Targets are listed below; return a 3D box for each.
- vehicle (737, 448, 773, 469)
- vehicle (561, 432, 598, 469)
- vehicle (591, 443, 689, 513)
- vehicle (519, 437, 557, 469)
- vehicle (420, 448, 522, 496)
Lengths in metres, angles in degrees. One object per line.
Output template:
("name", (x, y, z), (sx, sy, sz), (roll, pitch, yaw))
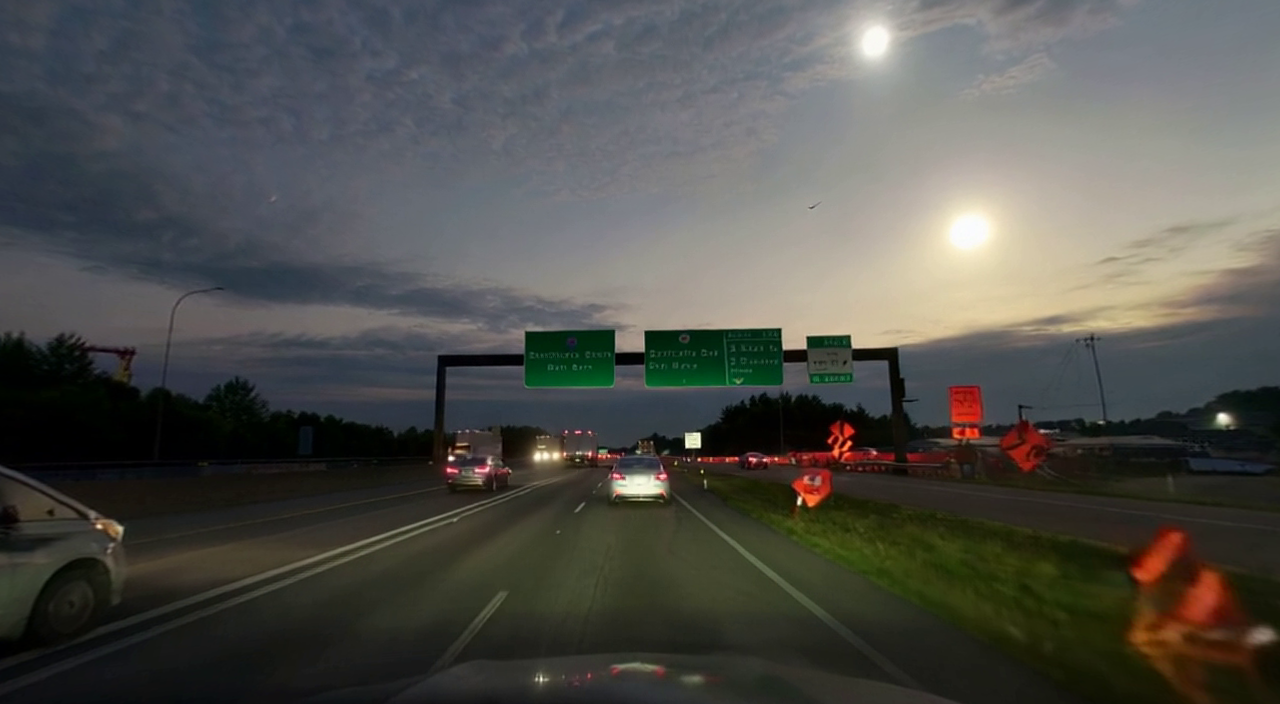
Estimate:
("vehicle", (8.448, 7.884, 46.467), (1.871, 1.460, 3.754), (0, -9, -2))
("vehicle", (-4.583, 7.584, 48.484), (2.326, 2.645, 6.249), (0, -9, 0))
("vehicle", (-0.029, 2.954, 15.085), (2.080, 1.451, 3.512), (0, -9, -1))
("vehicle", (-7.650, 7.620, 47.485), (2.204, 2.295, 4.830), (0, -9, -2))
("vehicle", (-5.473, 3.940, 20.927), (2.063, 1.417, 4.000), (-1, -9, 4))
